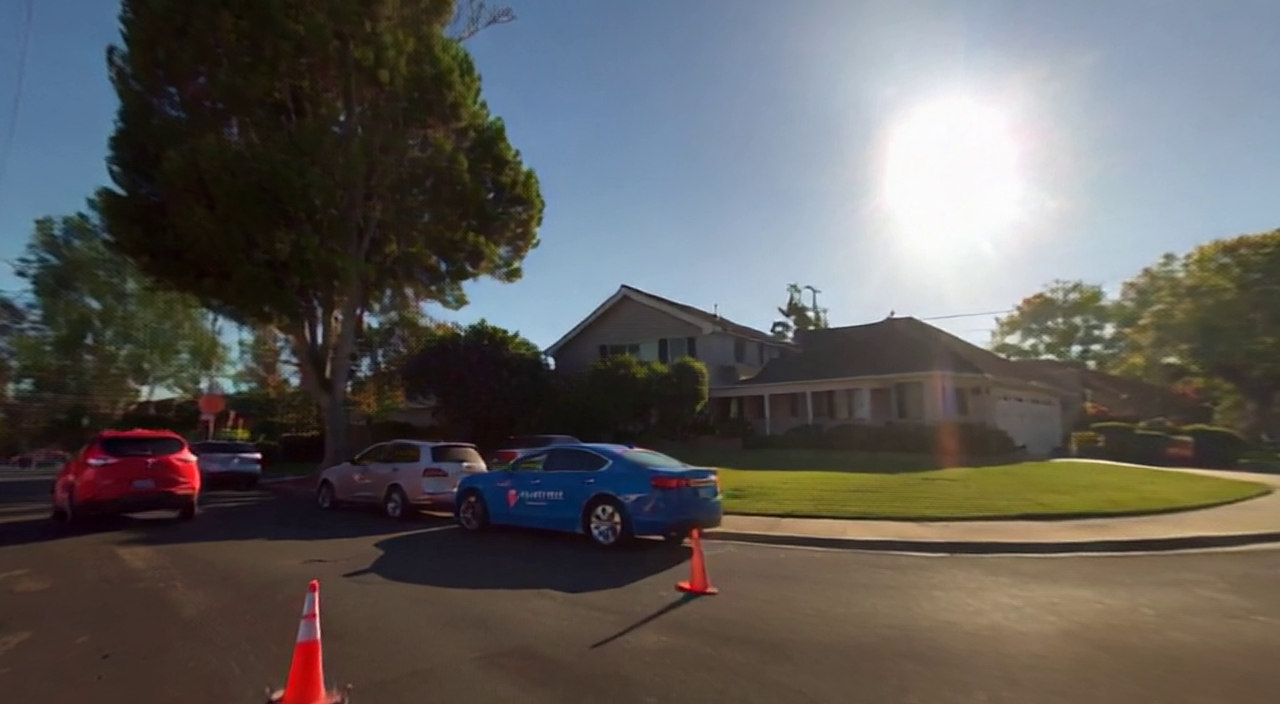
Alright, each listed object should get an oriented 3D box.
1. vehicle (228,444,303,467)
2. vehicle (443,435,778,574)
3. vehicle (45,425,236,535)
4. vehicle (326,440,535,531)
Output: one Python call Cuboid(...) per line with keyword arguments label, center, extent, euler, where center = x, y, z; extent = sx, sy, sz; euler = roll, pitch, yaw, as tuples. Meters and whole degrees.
Cuboid(label="vehicle", center=(-28.047, 7.736, 47.405), extent=(4.486, 1.629, 1.792), euler=(8, -11, -43))
Cuboid(label="vehicle", center=(-0.647, 2.049, 9.503), extent=(4.710, 1.515, 2.400), euler=(-8, -12, 43))
Cuboid(label="vehicle", center=(-9.968, 2.405, 12.506), extent=(4.094, 1.748, 2.350), euler=(-8, -12, 44))
Cuboid(label="vehicle", center=(-4.562, 2.634, 13.301), extent=(5.022, 1.497, 1.996), euler=(-7, -10, 43))
